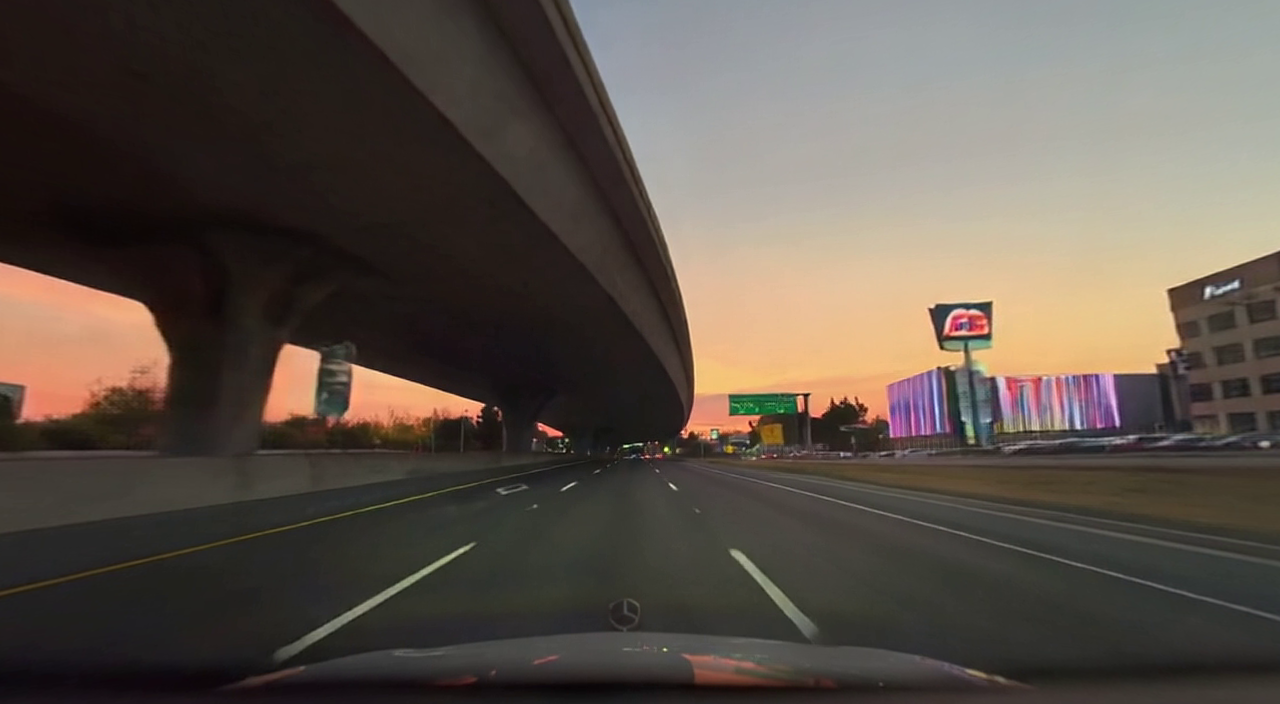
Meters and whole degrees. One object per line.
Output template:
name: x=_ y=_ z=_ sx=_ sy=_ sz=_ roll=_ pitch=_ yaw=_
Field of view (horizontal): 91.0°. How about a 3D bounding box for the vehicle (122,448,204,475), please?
vehicle: x=-30.100 y=6.894 z=39.938 sx=1.914 sy=1.618 sz=4.488 roll=1 pitch=-9 yaw=-4
